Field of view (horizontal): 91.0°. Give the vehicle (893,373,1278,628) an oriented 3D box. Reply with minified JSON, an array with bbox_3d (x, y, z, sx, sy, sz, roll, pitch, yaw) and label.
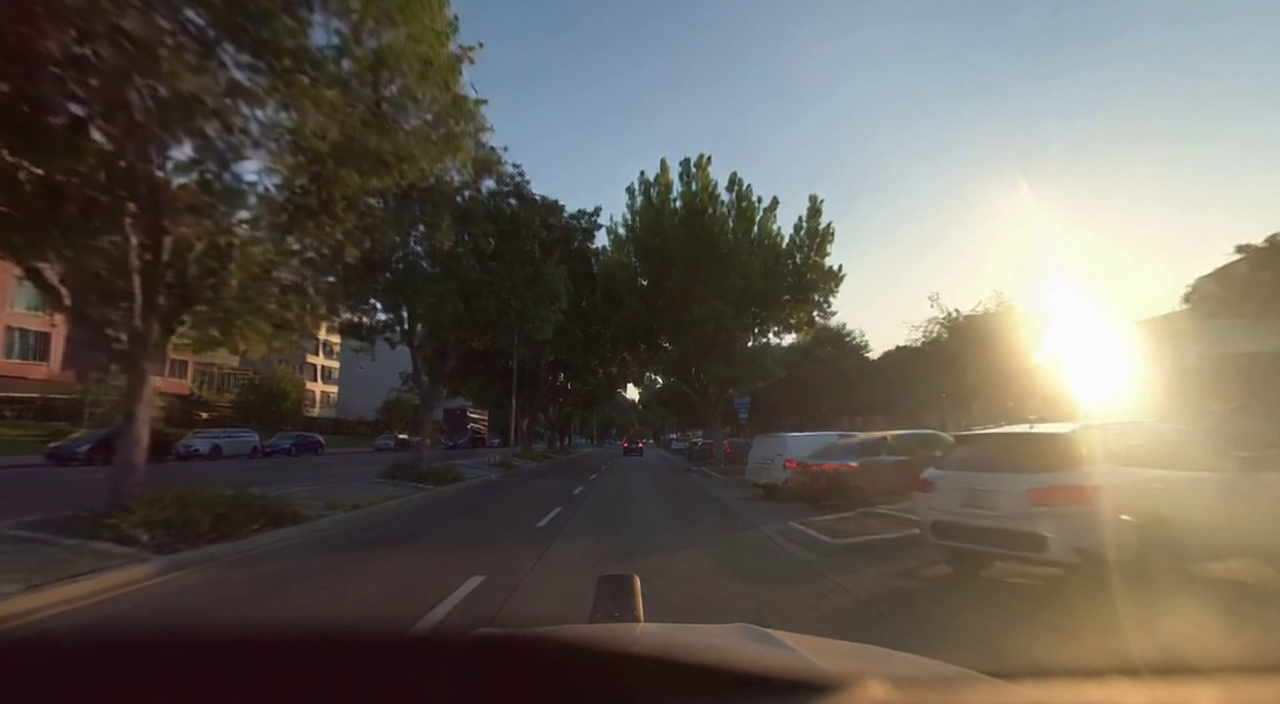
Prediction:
[{"bbox_3d":[4.640,1.251,6.315,4.416,1.656,1.928,6,-10,-39],"label":"vehicle"}]

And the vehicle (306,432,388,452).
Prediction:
[{"bbox_3d":[-19.270,5.970,41.840,2.389,1.206,6.247,-1,-8,1],"label":"vehicle"}]

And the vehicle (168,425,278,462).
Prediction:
[{"bbox_3d":[-18.502,4.082,28.235,1.811,1.502,4.639,-1,-8,0],"label":"vehicle"}]

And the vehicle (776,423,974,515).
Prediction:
[{"bbox_3d":[4.646,2.213,12.400,3.531,1.529,1.903,5,-10,-35],"label":"vehicle"}]

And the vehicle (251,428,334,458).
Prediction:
[{"bbox_3d":[-18.781,4.975,34.324,1.869,1.494,4.833,0,-8,-2],"label":"vehicle"}]

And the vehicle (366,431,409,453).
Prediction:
[{"bbox_3d":[-19.234,6.871,48.085,1.792,1.554,3.682,0,-8,-1],"label":"vehicle"}]

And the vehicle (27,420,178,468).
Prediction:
[{"bbox_3d":[-18.573,3.217,22.047,1.807,1.501,4.134,0,-8,-3],"label":"vehicle"}]
